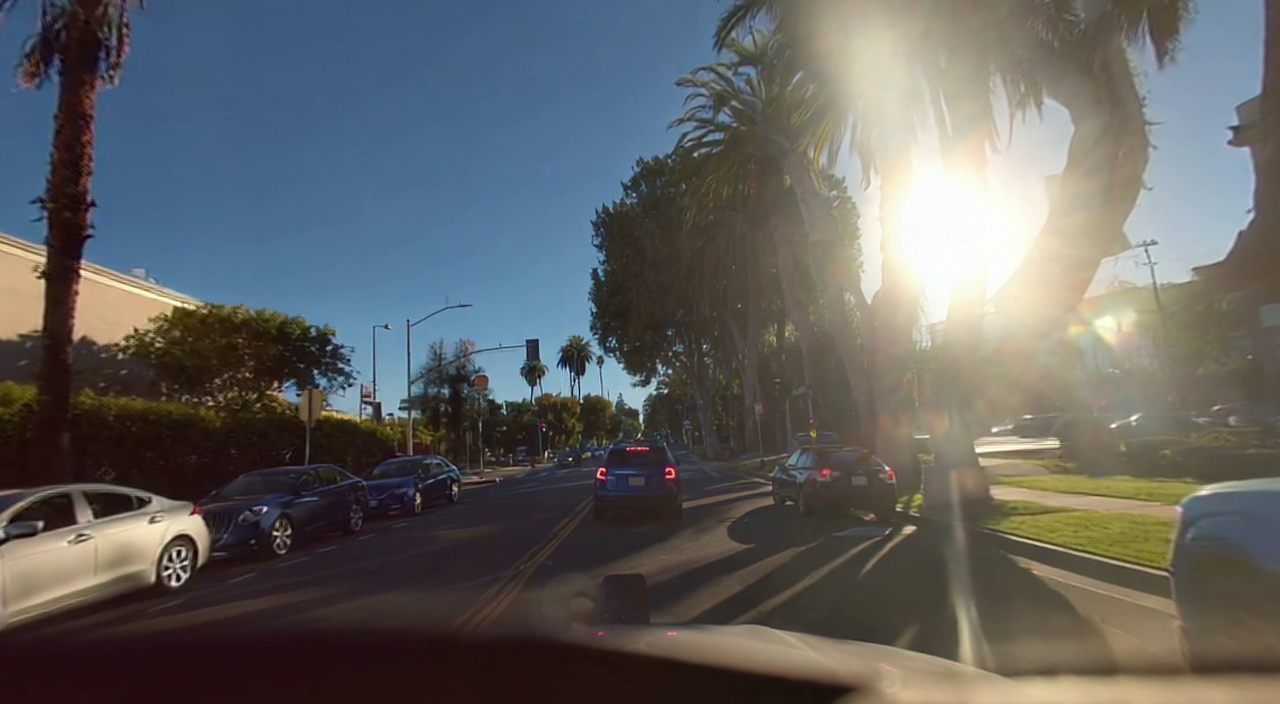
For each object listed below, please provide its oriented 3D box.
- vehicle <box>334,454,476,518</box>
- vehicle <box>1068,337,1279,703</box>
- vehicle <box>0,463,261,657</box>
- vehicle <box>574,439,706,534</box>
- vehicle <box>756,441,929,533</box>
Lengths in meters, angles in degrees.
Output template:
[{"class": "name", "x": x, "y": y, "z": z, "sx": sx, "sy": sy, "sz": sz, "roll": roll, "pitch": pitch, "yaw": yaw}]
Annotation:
[{"class": "vehicle", "x": -6.343, "y": 3.649, "z": 17.767, "sx": 2.105, "sy": 1.469, "sz": 4.693, "roll": 0, "pitch": -8, "yaw": 1}, {"class": "vehicle", "x": 3.620, "y": 0.632, "z": 1.154, "sx": 2.099, "sy": 1.786, "sz": 5.198, "roll": 0, "pitch": -8, "yaw": 1}, {"class": "vehicle", "x": -6.161, "y": 1.929, "z": 6.340, "sx": 1.850, "sy": 1.482, "sz": 4.454, "roll": 0, "pitch": -8, "yaw": 1}, {"class": "vehicle", "x": -0.017, "y": 2.411, "z": 11.964, "sx": 2.060, "sy": 1.452, "sz": 4.078, "roll": 0, "pitch": -8, "yaw": 0}, {"class": "vehicle", "x": 3.583, "y": 2.440, "z": 12.135, "sx": 1.821, "sy": 1.417, "sz": 4.454, "roll": 0, "pitch": -8, "yaw": -1}]
